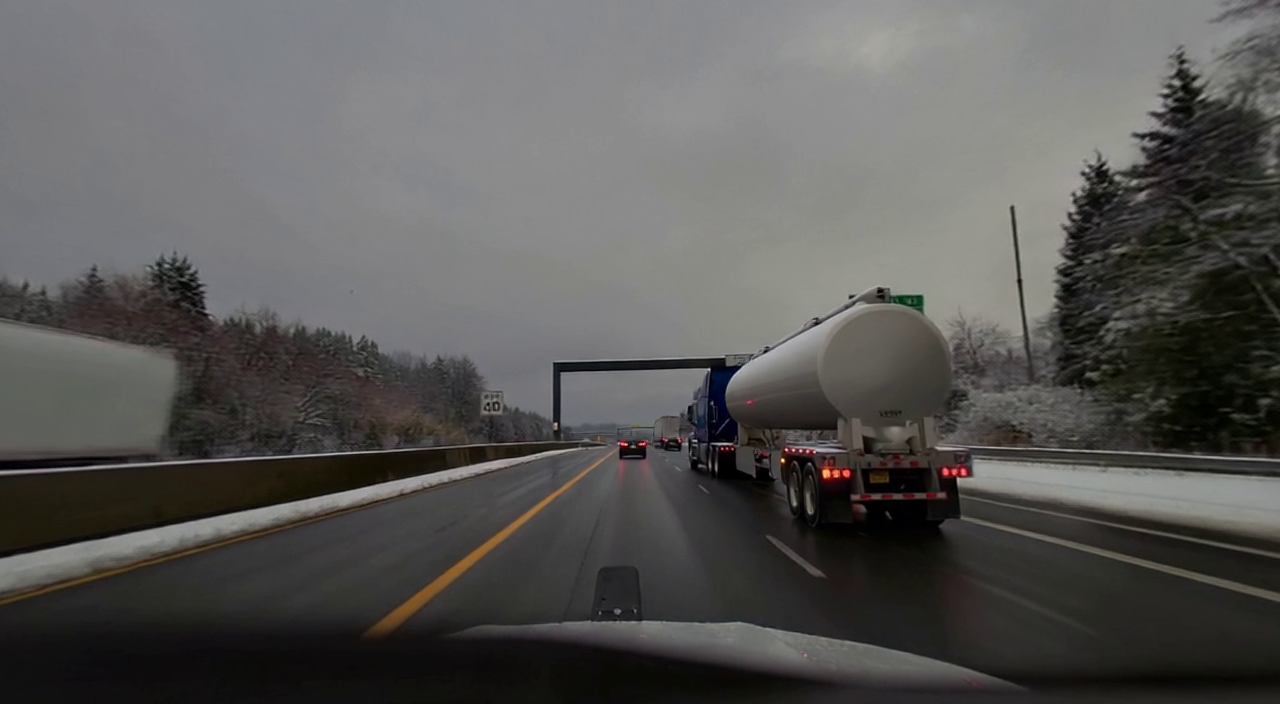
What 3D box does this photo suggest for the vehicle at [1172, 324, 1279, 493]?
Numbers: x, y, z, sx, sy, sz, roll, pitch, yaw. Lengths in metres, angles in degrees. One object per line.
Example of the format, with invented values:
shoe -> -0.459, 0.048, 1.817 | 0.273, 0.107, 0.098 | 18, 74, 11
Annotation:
vehicle -> 17.258, 1.127, 13.529 | 2.722, 4.038, 8.781 | 2, -8, -12

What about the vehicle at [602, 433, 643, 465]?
vehicle -> -0.864, 4.970, 32.455 | 2.000, 1.510, 3.518 | 0, -8, -1

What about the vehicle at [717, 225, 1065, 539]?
vehicle -> 3.622, 0.934, 12.425 | 2.826, 3.905, 9.262 | 0, -8, -1

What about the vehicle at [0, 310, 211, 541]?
vehicle -> -12.905, 1.105, 9.727 | 2.895, 4.123, 14.208 | 0, -8, -1
